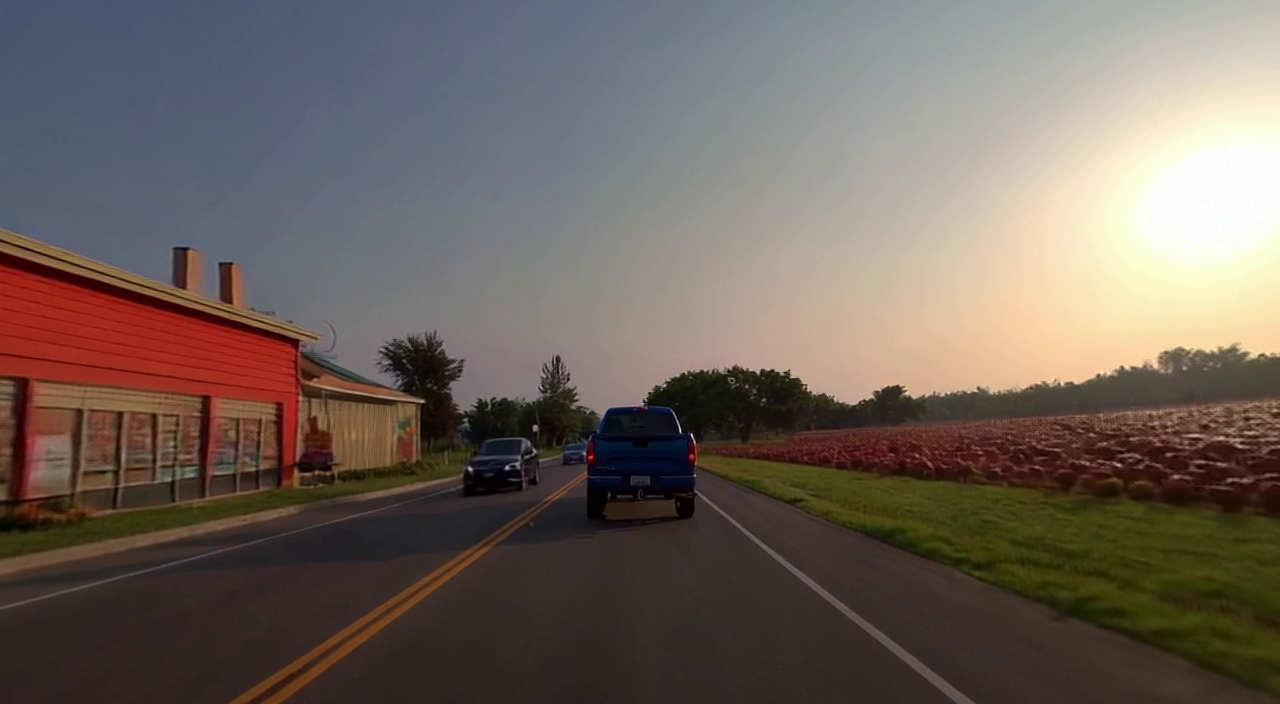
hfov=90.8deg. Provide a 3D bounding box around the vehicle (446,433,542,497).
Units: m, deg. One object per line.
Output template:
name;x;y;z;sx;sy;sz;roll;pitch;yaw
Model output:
vehicle;-4.478;3.515;20.081;2.081;1.681;4.325;-3;-8;-1

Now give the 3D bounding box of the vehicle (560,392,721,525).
vehicle;-0.083;2.215;13.635;2.693;2.223;5.885;0;-8;-2
